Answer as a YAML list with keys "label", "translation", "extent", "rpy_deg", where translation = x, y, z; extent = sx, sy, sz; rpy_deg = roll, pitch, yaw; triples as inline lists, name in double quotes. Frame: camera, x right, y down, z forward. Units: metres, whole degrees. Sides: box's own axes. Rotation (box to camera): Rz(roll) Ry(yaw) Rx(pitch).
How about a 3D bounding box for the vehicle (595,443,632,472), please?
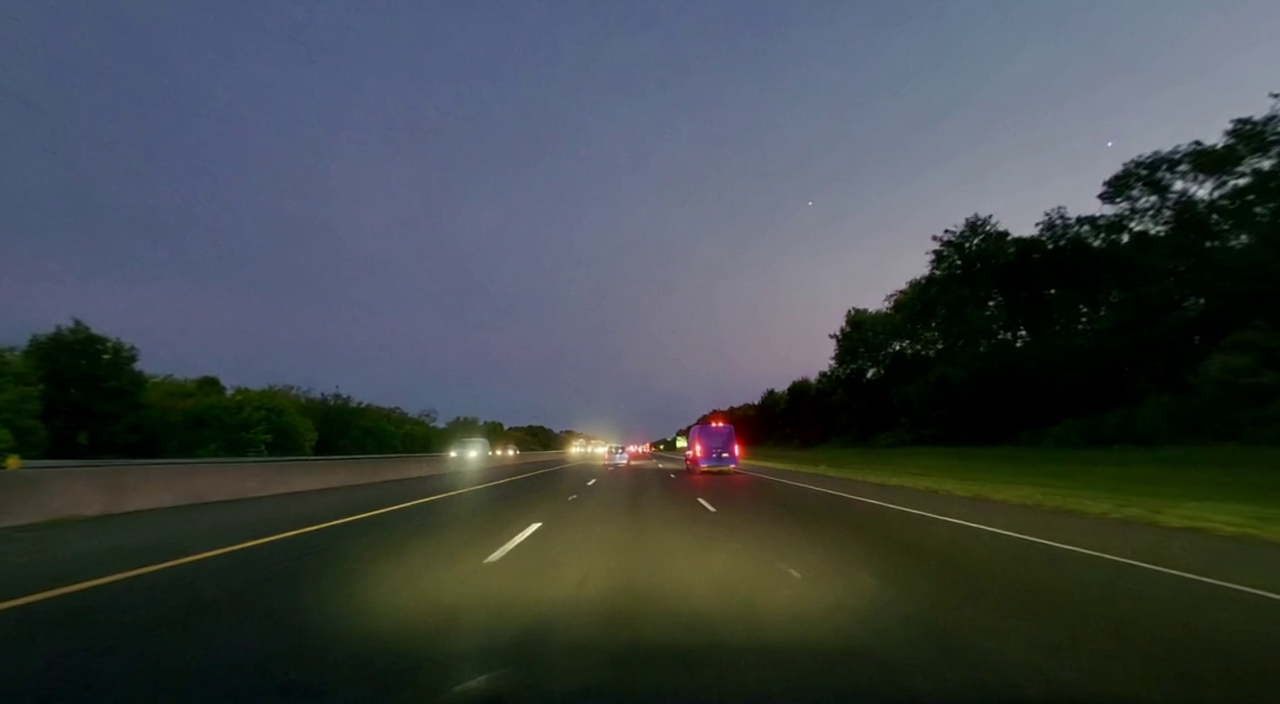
- label: "vehicle"
  translation: [-1.580, 6.565, 39.302]
  extent: [2.069, 1.666, 4.338]
  rpy_deg: [0, -9, 1]

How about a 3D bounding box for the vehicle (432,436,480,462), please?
- label: "vehicle"
  translation: [-12.894, 6.854, 44.475]
  extent: [2.014, 1.681, 4.914]
  rpy_deg: [0, -9, -2]

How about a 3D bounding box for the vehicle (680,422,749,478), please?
- label: "vehicle"
  translation: [3.627, 4.998, 32.175]
  extent: [2.552, 2.524, 6.630]
  rpy_deg: [0, -9, -1]
